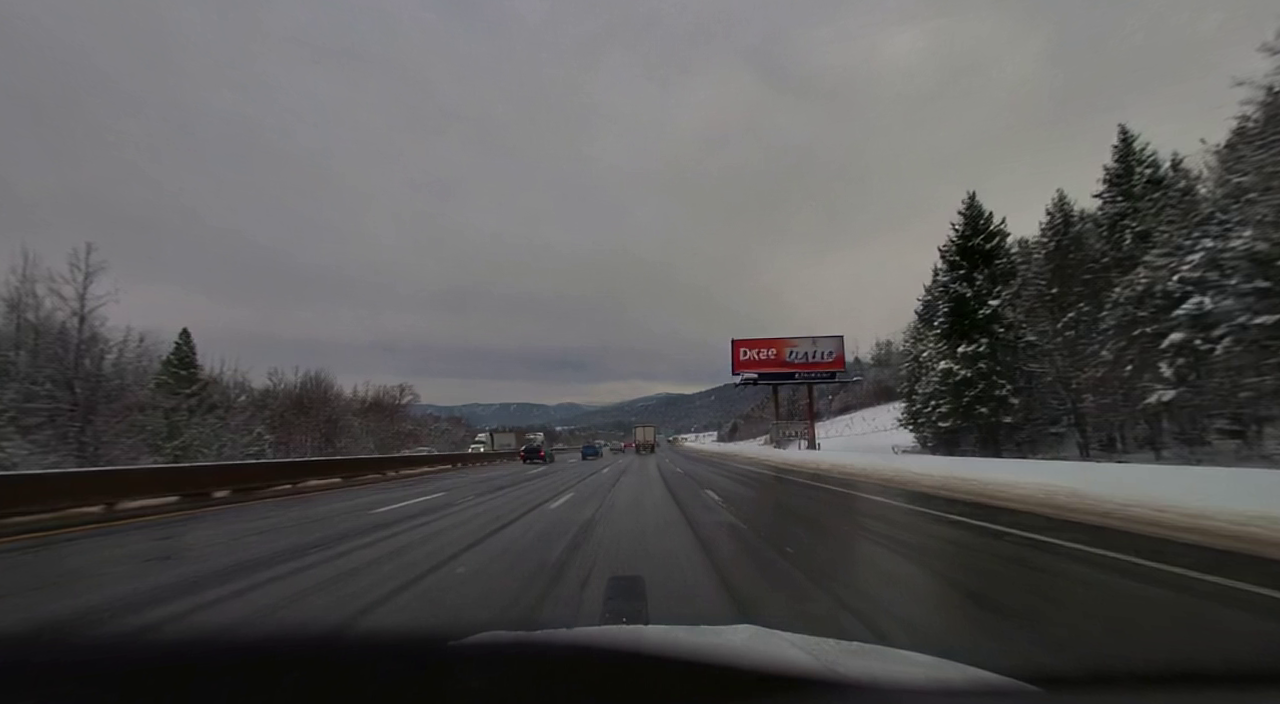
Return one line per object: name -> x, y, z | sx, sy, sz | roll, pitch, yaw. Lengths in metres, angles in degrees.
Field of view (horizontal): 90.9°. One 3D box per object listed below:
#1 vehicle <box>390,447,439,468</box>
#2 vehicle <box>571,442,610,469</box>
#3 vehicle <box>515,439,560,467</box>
vehicle -> -17.075, 7.985, 47.999 | 1.949, 1.507, 4.826 | 0, -8, 1
vehicle -> -2.965, 6.351, 38.998 | 2.042, 1.532, 4.396 | 0, -8, 0
vehicle -> -6.645, 6.593, 41.429 | 2.062, 1.708, 4.458 | 0, -8, 1
